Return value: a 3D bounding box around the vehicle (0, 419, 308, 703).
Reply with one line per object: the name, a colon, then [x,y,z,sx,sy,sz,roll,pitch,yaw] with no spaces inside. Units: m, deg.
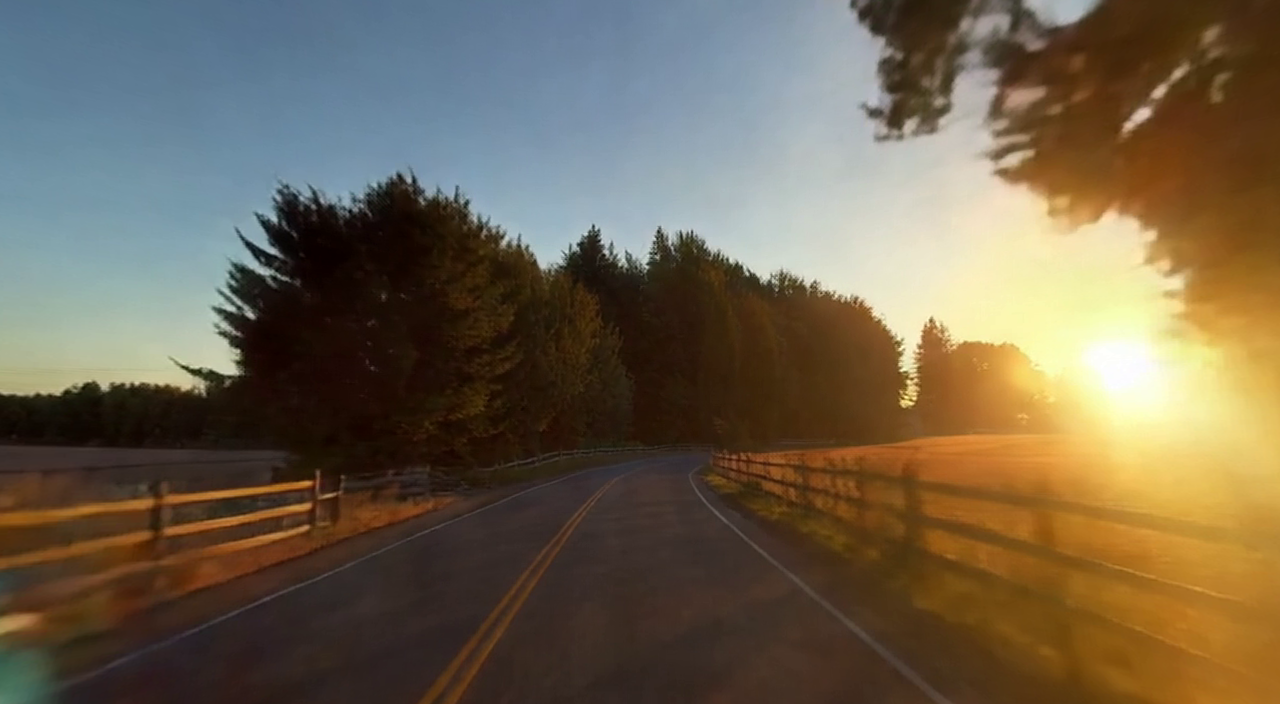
vehicle: [-2.708,0.904,1.368,1.987,1.521,3.649,0,-8,0]
